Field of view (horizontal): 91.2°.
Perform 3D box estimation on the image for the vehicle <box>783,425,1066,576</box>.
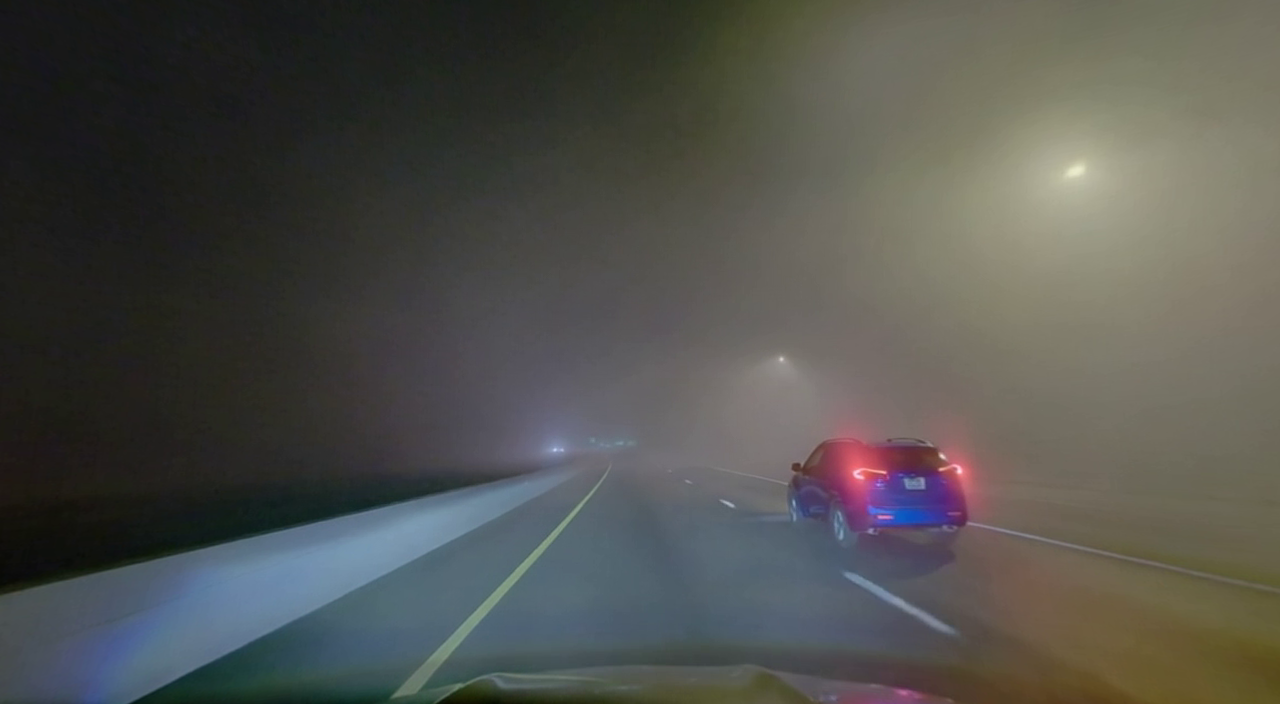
[{"bbox_3d":[3.597,1.949,9.021,2.002,1.604,4.265,0,-9,-1],"label":"vehicle"}]
